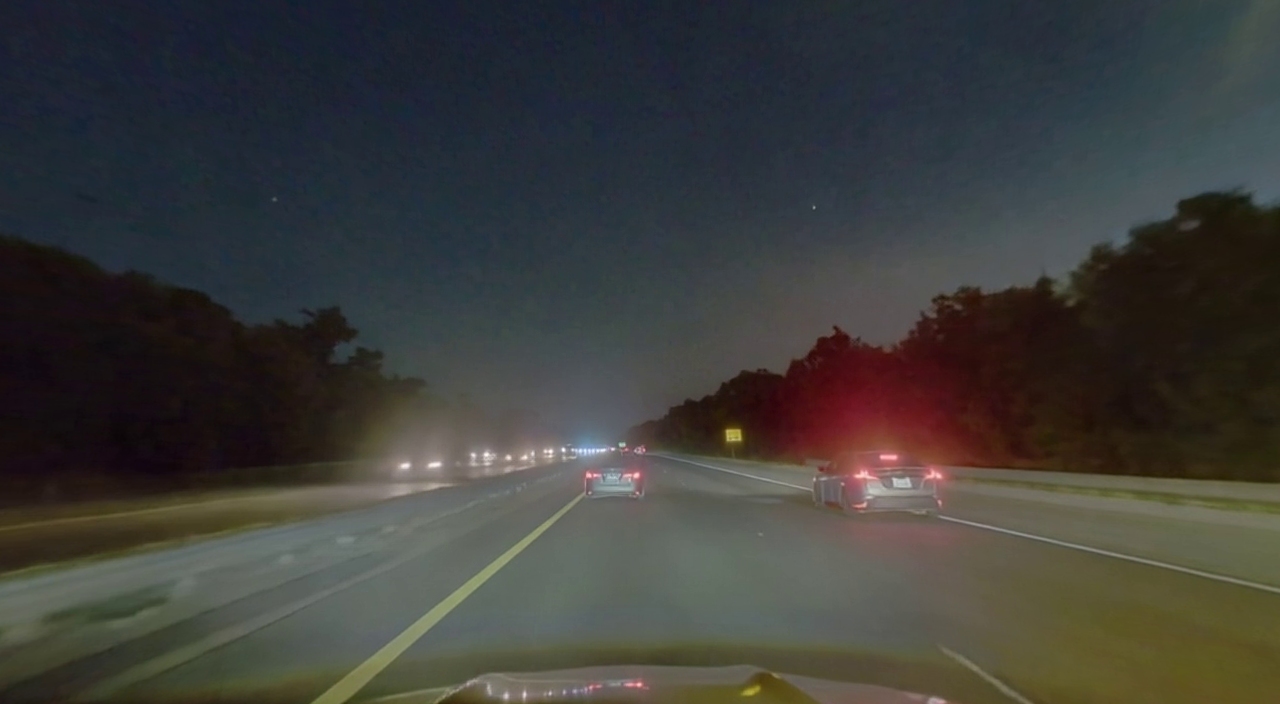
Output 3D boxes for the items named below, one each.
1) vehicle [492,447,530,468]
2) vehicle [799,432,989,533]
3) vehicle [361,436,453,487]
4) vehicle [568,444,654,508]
[{"bbox_3d":[-9.545,7.826,46.661,1.899,1.522,4.578,0,-9,-1],"label":"vehicle"},{"bbox_3d":[4.451,2.333,11.696,1.910,1.554,3.718,0,-9,-1],"label":"vehicle"},{"bbox_3d":[-9.021,4.263,24.699,2.033,1.814,4.280,0,-9,-1],"label":"vehicle"},{"bbox_3d":[-0.702,3.238,16.879,2.013,1.479,4.169,0,-9,-1],"label":"vehicle"}]
